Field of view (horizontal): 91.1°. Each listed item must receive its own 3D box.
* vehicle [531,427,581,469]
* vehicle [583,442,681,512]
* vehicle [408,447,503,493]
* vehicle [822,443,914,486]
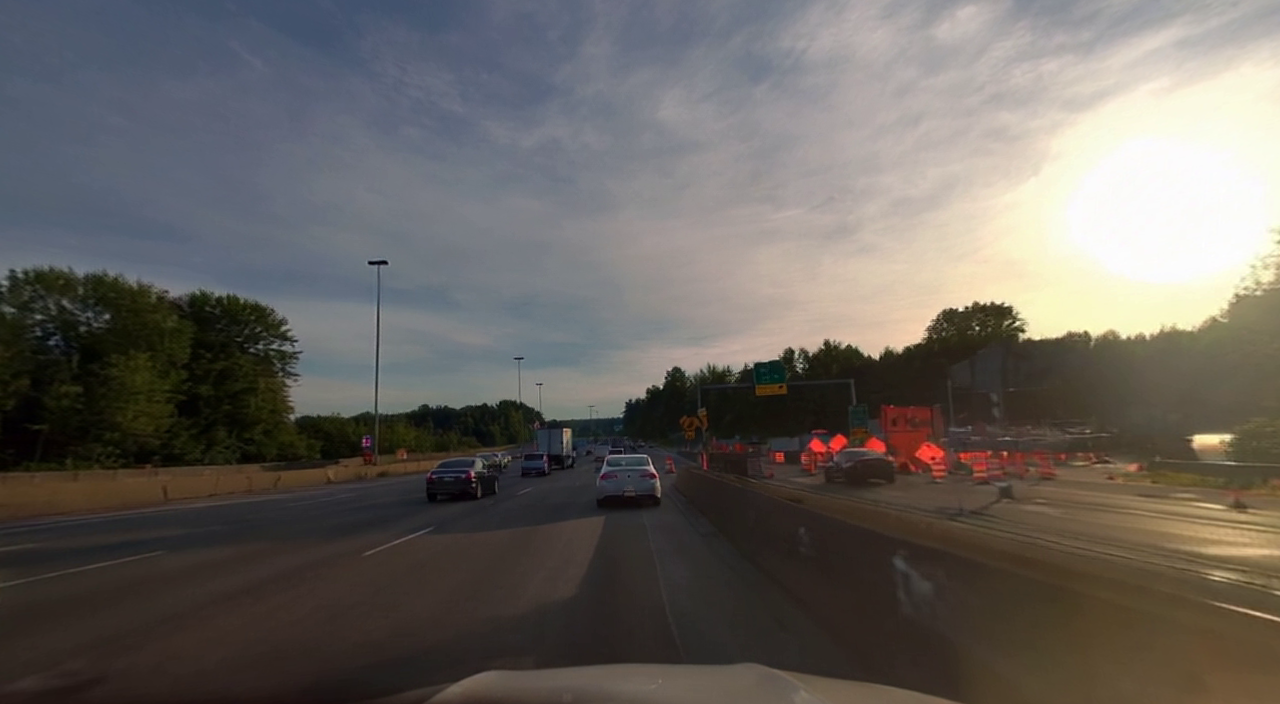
[{"bbox_3d":[-5.647,6.589,43.184,2.326,2.645,6.249,-1,-9,2],"label":"vehicle"},{"bbox_3d":[-0.228,2.932,15.188,2.080,1.451,3.512,0,-9,-2],"label":"vehicle"},{"bbox_3d":[-6.273,4.048,21.888,2.063,1.417,4.000,0,-9,0],"label":"vehicle"},{"bbox_3d":[8.445,4.170,23.662,1.871,1.460,3.754,0,-9,-3],"label":"vehicle"}]
